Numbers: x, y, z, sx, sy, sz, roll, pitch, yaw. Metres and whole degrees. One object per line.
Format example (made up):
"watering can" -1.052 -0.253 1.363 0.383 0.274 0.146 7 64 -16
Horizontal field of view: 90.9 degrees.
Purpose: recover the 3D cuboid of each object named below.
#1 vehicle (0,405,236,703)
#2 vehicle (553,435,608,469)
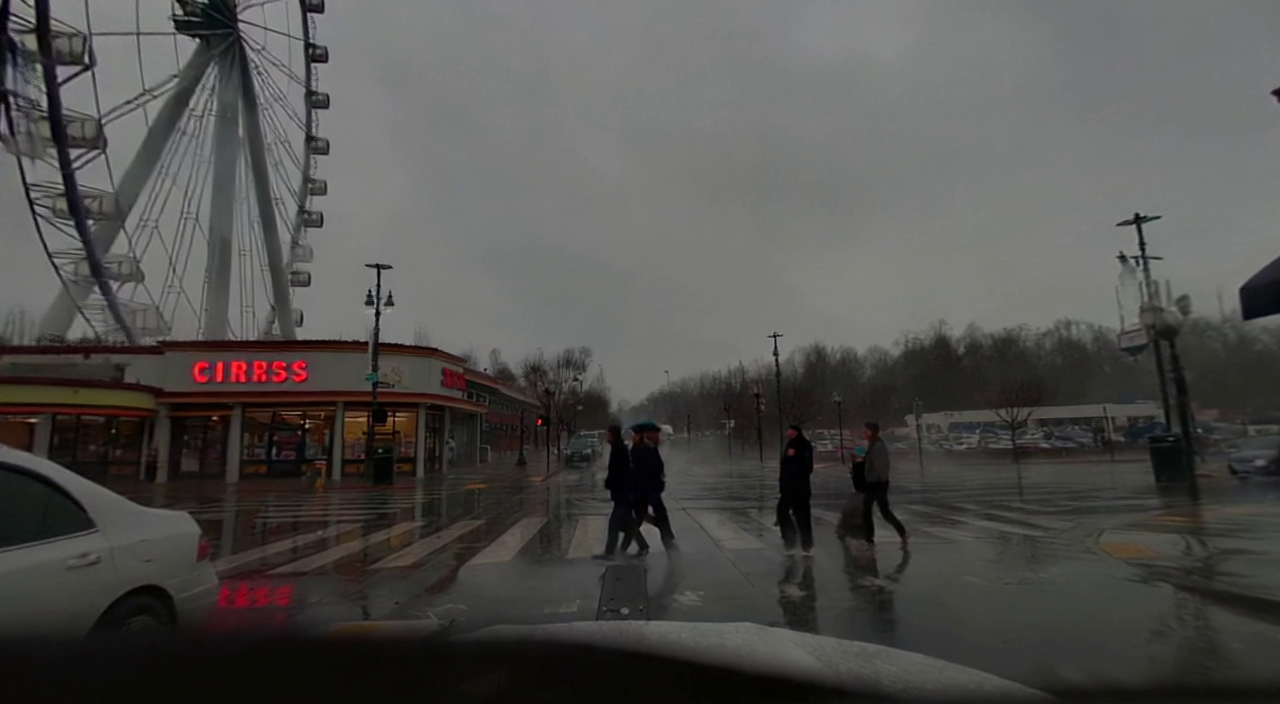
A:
"vehicle" -3.371 0.791 1.188 1.940 1.505 4.676 -1 -9 3
"vehicle" -3.911 6.360 40.253 2.549 2.000 5.699 2 -9 -15
